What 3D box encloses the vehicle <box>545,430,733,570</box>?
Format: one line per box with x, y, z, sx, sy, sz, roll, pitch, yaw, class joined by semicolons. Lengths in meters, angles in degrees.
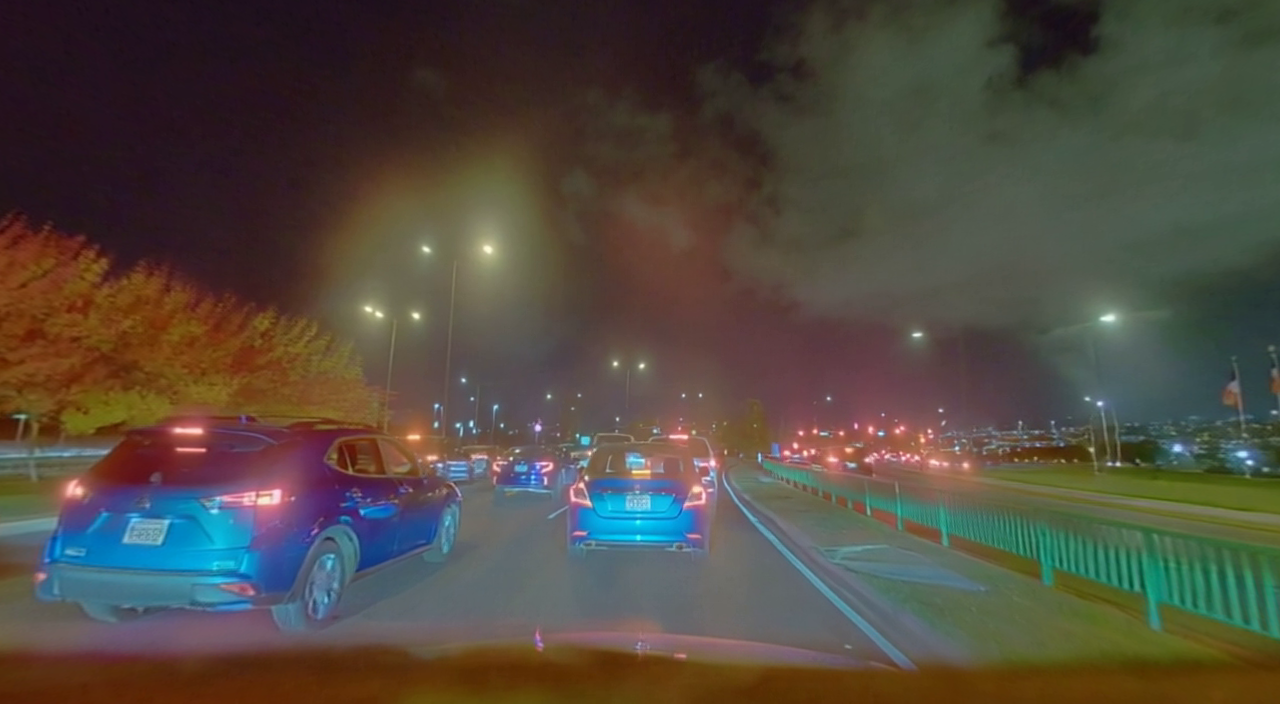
0.113;1.971;9.210;2.090;1.506;4.276;0;-9;3;vehicle

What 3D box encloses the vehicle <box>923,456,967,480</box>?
23.066;8.747;47.827;1.946;1.649;4.326;-1;-9;12;vehicle

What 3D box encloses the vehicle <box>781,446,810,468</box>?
11.651;7.902;47.496;1.944;1.544;4.301;-1;-9;12;vehicle

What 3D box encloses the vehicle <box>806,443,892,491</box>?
7.792;4.294;23.947;2.011;1.610;4.568;0;-9;4;vehicle

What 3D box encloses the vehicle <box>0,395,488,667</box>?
-3.088;1.414;6.080;1.988;1.635;4.260;0;-9;3;vehicle
